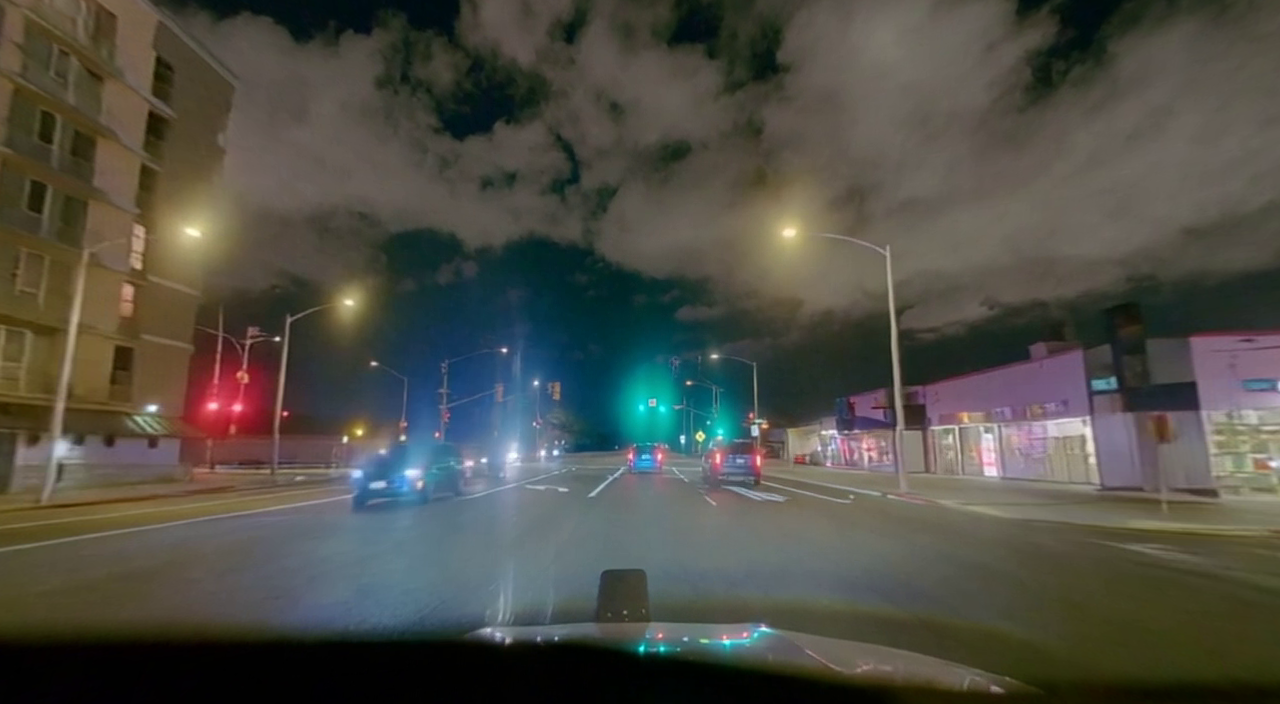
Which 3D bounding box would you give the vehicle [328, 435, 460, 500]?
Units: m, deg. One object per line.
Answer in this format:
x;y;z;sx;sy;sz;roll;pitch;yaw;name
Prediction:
-7.083;3.361;18.718;2.200;1.666;4.126;0;-9;1;vehicle

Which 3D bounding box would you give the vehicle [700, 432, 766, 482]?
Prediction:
3.944;4.572;27.686;2.159;1.938;4.836;0;-9;0;vehicle

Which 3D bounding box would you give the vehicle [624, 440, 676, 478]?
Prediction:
0.449;4.936;29.293;2.245;1.587;4.094;0;-9;0;vehicle
